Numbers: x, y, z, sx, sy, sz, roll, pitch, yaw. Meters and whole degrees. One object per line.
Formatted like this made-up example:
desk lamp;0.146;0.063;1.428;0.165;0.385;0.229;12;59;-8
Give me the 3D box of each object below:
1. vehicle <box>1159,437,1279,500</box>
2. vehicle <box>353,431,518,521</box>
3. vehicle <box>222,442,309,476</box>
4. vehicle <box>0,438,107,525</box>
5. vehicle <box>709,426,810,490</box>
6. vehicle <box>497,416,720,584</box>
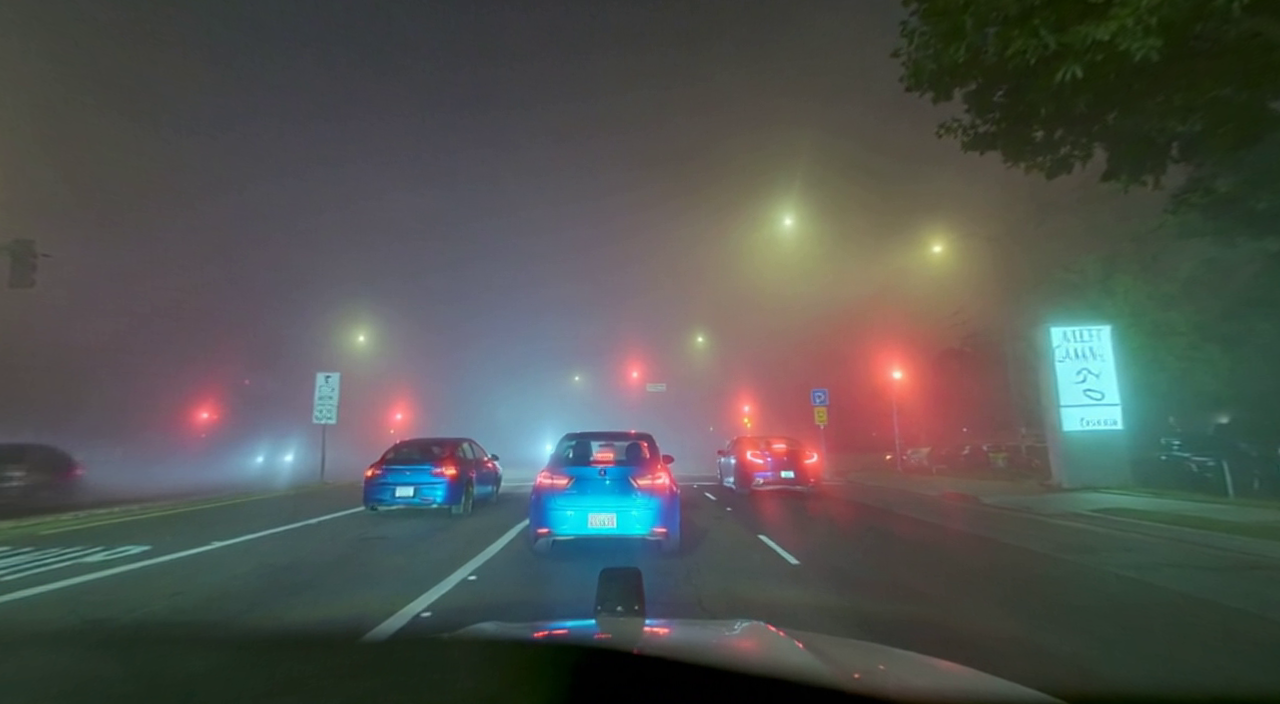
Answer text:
vehicle;14.941;2.825;15.216;3.339;1.355;1.592;1;-9;11
vehicle;-3.706;2.312;12.272;1.998;1.452;3.773;0;-8;-1
vehicle;-20.274;5.781;34.489;1.982;1.712;4.511;0;-8;0
vehicle;-12.705;2.400;11.725;1.954;1.583;4.175;0;-8;0
vehicle;3.418;3.131;18.919;2.028;1.678;4.220;0;-8;-2
vehicle;-0.380;1.673;7.987;2.045;1.533;4.183;0;-8;-3
